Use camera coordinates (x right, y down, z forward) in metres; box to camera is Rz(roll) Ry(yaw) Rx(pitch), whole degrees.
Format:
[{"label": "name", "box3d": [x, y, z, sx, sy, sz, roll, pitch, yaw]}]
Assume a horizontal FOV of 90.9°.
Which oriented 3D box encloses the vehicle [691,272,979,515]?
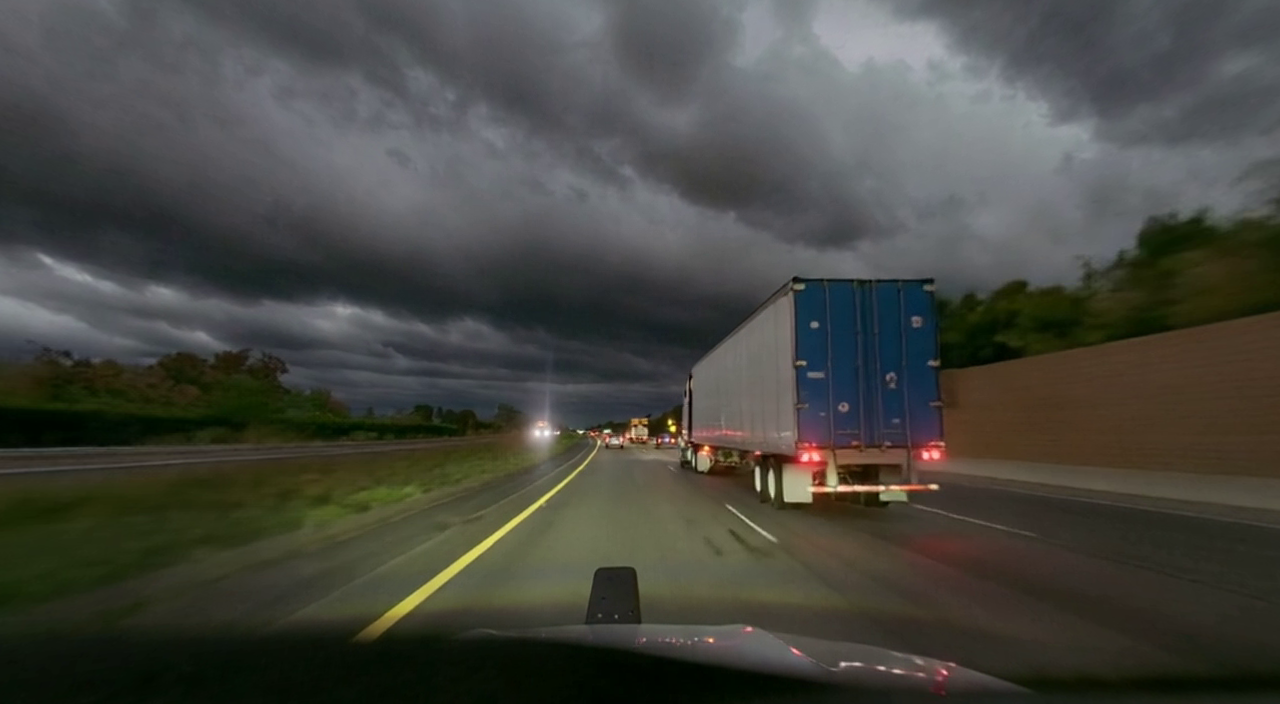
[{"label": "vehicle", "box3d": [3.780, 1.552, 17.603, 2.965, 4.033, 14.299, 0, -7, -2]}]
